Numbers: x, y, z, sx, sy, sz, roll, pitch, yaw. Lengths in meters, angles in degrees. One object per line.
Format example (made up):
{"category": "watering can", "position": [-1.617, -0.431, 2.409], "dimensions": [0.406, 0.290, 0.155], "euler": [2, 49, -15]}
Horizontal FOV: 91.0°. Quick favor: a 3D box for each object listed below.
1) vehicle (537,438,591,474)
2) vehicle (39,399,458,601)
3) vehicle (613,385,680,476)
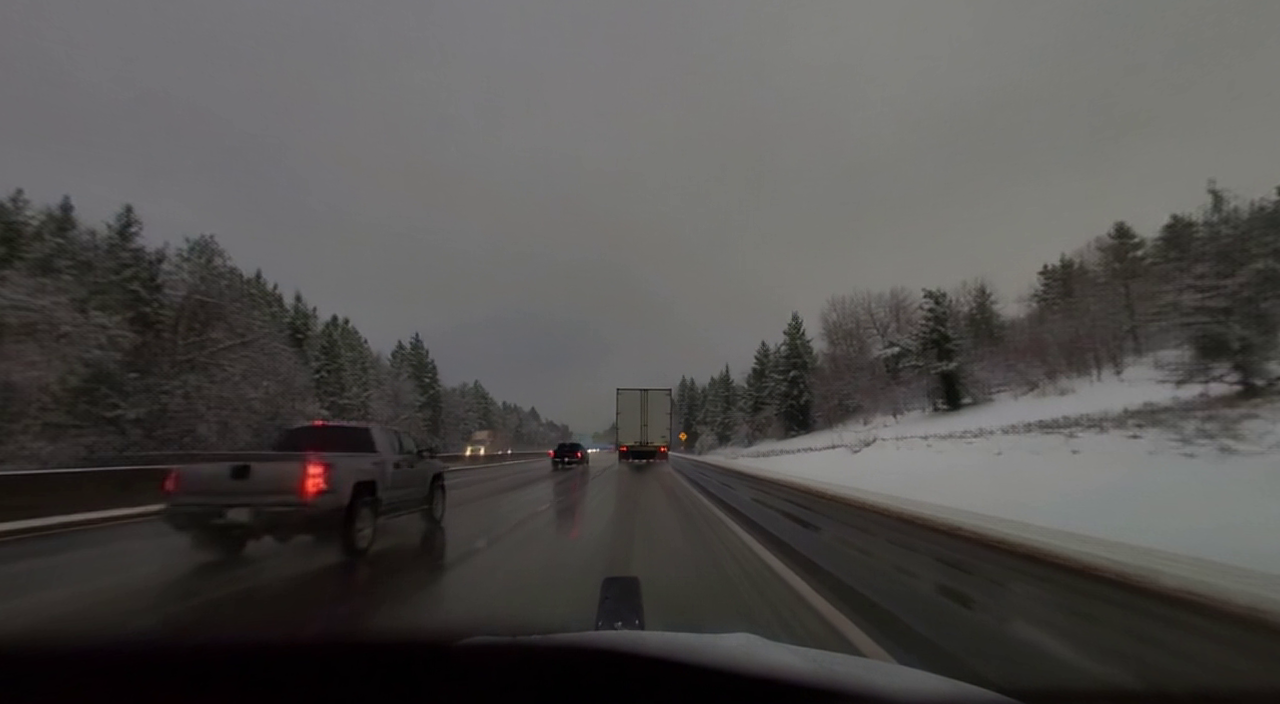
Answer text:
{"category": "vehicle", "position": [-4.121, 5.751, 35.064], "dimensions": [2.285, 1.833, 4.984], "euler": [0, -9, 1]}
{"category": "vehicle", "position": [-4.130, 1.658, 8.009], "dimensions": [2.140, 1.750, 4.901], "euler": [0, -9, 0]}
{"category": "vehicle", "position": [0.260, 4.440, 34.581], "dimensions": [3.052, 4.132, 11.336], "euler": [0, -9, 0]}
